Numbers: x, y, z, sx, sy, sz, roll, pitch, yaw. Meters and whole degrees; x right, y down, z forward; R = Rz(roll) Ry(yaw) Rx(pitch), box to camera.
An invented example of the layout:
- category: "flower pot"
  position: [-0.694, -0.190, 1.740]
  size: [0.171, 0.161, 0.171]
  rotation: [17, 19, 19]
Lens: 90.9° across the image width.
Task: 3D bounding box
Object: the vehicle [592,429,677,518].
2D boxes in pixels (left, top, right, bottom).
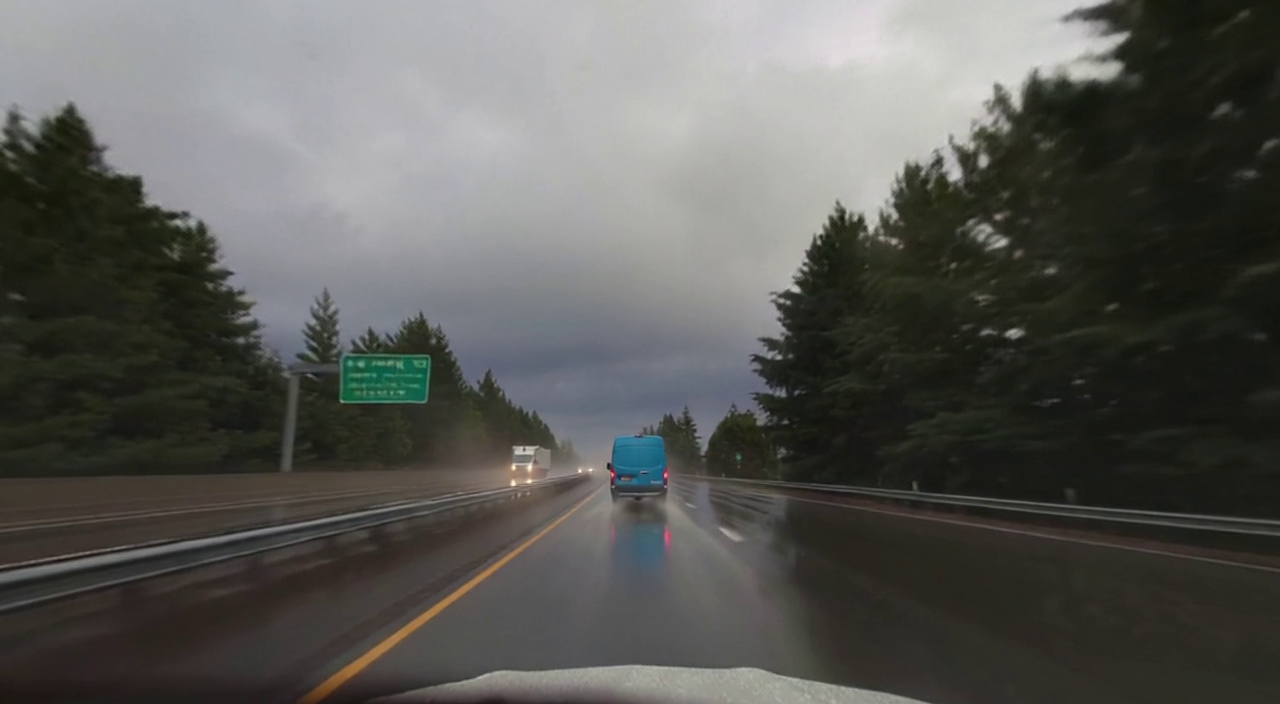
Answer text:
- category: "vehicle"
  position: [-0.304, 3.980, 20.882]
  size: [2.375, 2.432, 6.161]
  rotation: [1, -10, -3]
